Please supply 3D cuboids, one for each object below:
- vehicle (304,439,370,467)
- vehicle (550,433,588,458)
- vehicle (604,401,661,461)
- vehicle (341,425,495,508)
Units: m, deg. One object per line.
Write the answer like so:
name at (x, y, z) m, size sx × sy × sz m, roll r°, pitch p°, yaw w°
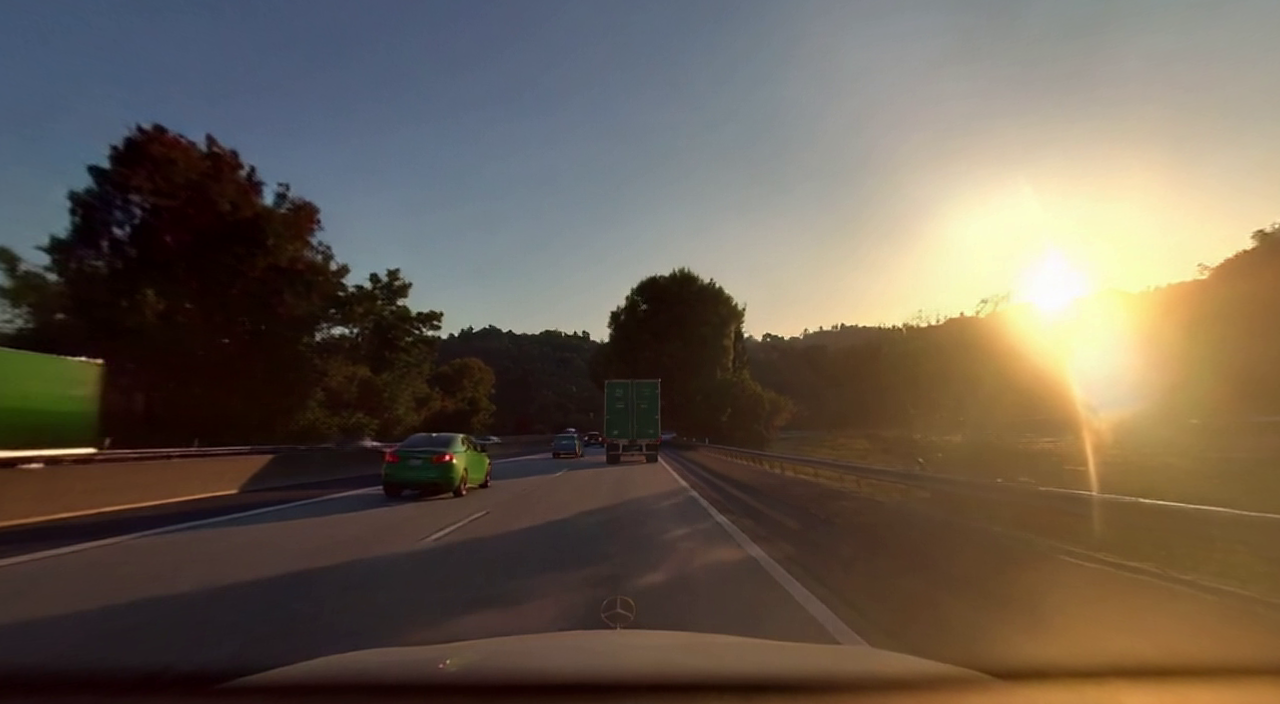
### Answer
vehicle at (-18.004, 5.984, 37.684) m, size 1.878 × 1.594 × 4.150 m, roll 0°, pitch -8°, yaw 0°
vehicle at (-5.049, 6.688, 45.299) m, size 2.138 × 1.697 × 4.587 m, roll 0°, pitch -8°, yaw 1°
vehicle at (-0.322, 3.354, 26.674) m, size 2.319 × 2.461 × 1.270 m, roll 0°, pitch -8°, yaw 0°
vehicle at (-4.572, 2.398, 13.658) m, size 1.909 × 1.520 × 3.897 m, roll 0°, pitch -8°, yaw 0°
